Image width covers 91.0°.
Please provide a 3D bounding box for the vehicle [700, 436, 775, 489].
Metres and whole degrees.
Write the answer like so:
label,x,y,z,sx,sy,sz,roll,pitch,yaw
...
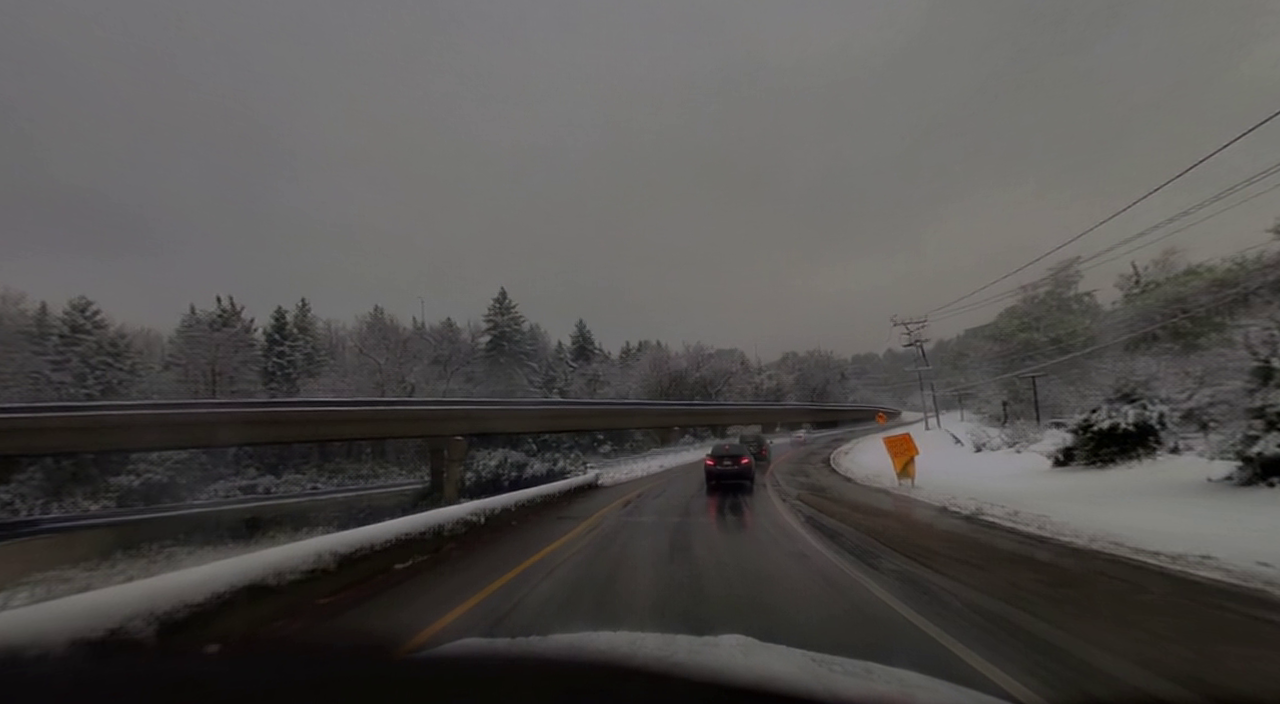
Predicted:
label,x,y,z,sx,sy,sz,roll,pitch,yaw
vehicle,3.128,3.497,20.251,2.091,1.482,4.321,-2,-9,9
